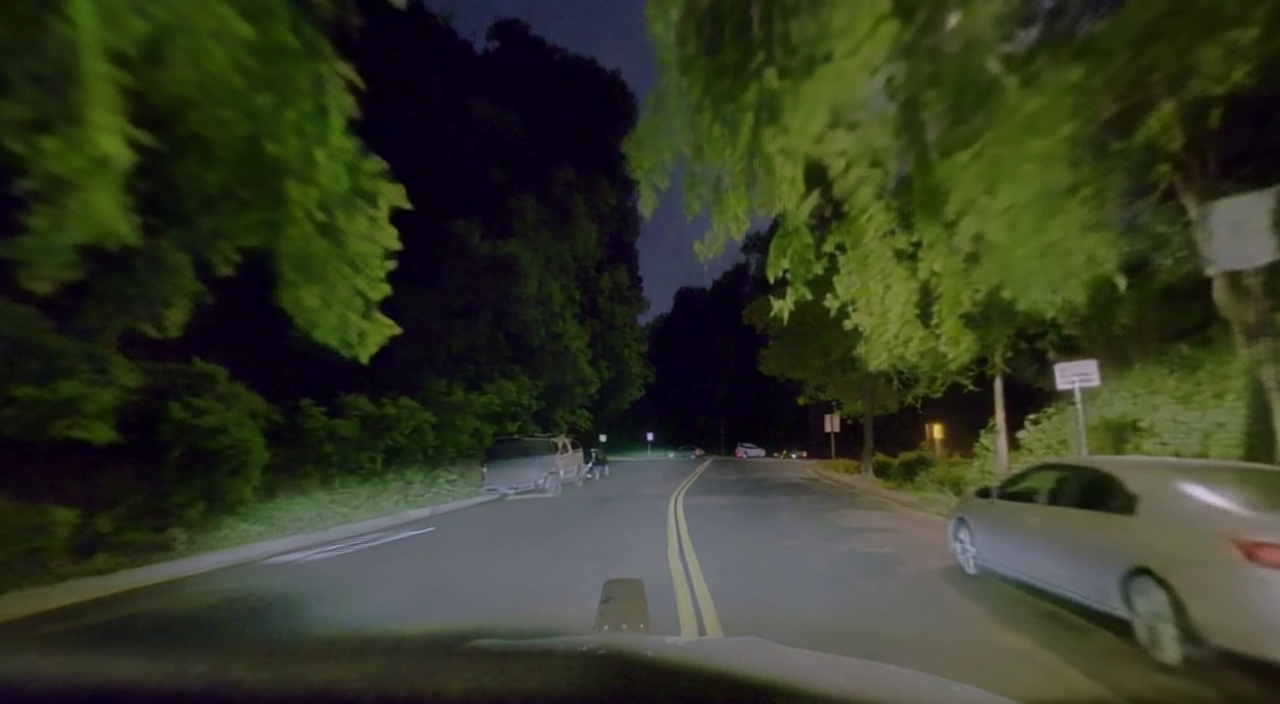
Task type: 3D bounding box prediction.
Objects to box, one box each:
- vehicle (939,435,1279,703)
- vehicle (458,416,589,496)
[{"bbox_3d":[4.260,1.389,4.905,2.033,1.424,4.560,-1,-8,6],"label":"vehicle"},{"bbox_3d":[-3.680,3.628,21.266,2.583,2.167,5.667,-5,-12,8],"label":"vehicle"}]
